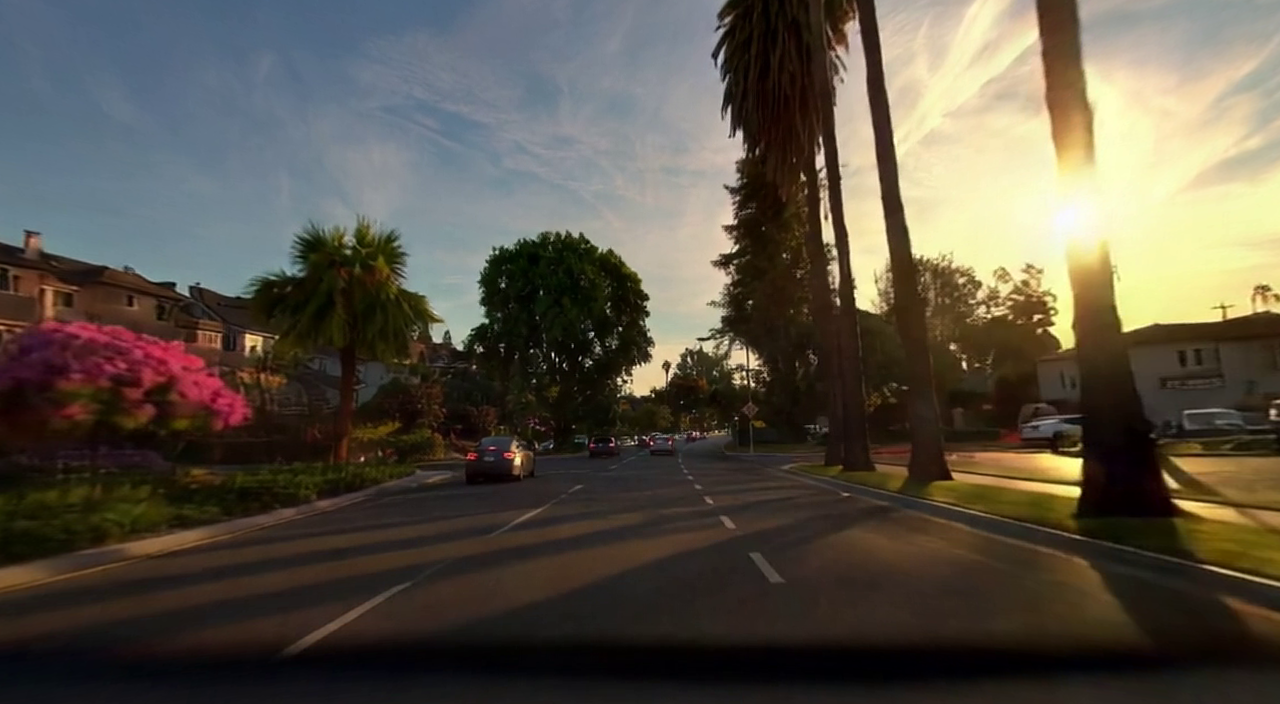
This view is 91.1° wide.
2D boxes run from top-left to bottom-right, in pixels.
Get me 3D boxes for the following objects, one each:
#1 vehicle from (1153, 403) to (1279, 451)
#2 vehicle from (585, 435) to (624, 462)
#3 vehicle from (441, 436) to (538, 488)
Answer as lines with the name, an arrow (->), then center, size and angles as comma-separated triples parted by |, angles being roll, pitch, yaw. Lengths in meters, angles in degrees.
vehicle -> 21.459, 2.692, 22.420 | 4.366, 1.617, 2.096 | 0, -8, 0
vehicle -> -2.437, 6.860, 44.740 | 2.188, 1.819, 4.667 | -1, -8, 4
vehicle -> -4.625, 3.444, 20.020 | 2.036, 1.478, 4.508 | 0, -8, -1
